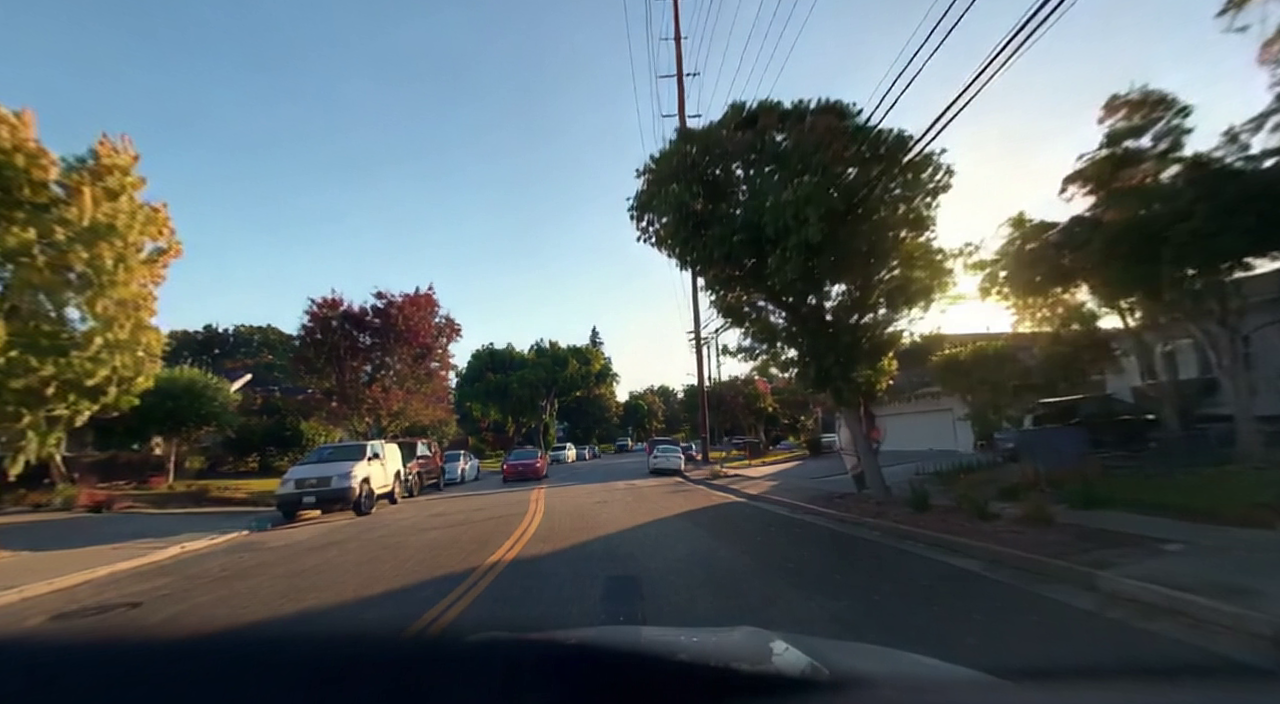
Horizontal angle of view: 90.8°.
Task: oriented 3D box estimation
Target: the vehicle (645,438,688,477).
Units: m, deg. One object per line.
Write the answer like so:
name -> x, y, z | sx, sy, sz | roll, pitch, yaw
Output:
vehicle -> 1.351, 5.374, 32.509 | 2.032, 1.810, 5.047 | -1, -8, 2

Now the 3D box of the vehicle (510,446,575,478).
vehicle -> -4.767, 5.455, 31.750 | 2.448, 1.475, 4.568 | 0, -8, 1

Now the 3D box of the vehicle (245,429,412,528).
vehicle -> -7.812, 3.186, 16.653 | 2.312, 2.032, 5.585 | -1, -9, -9
